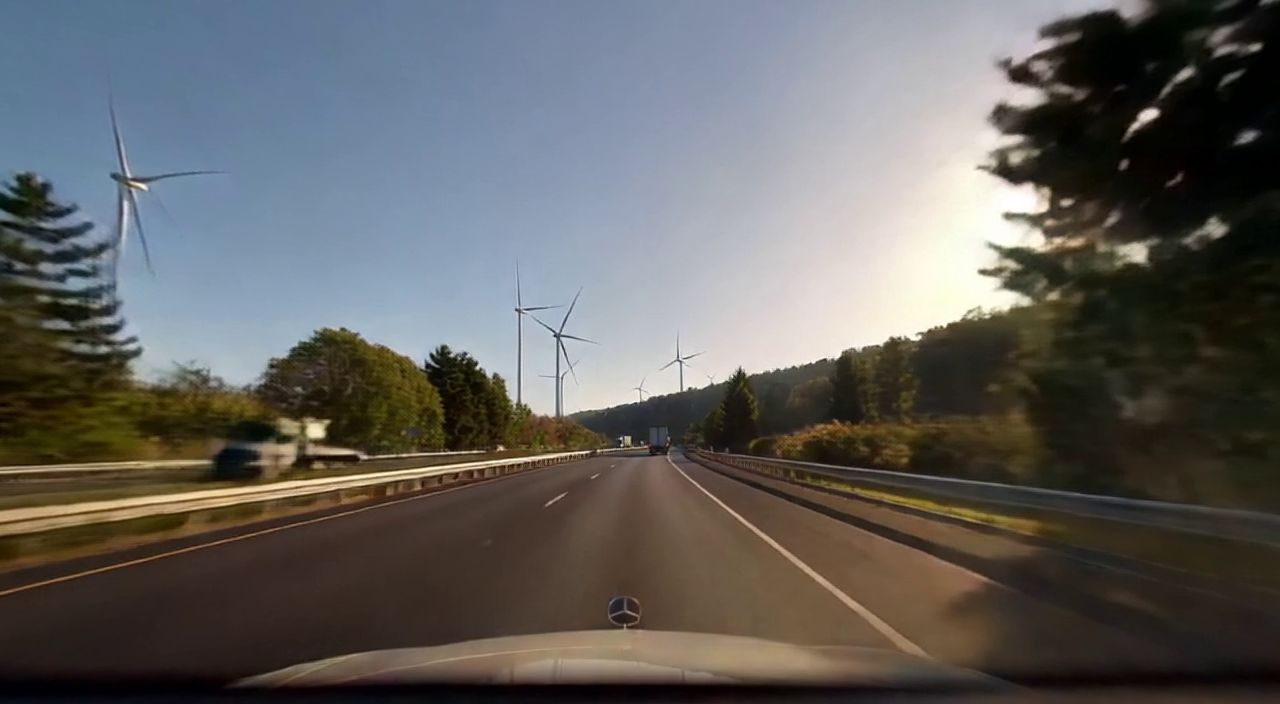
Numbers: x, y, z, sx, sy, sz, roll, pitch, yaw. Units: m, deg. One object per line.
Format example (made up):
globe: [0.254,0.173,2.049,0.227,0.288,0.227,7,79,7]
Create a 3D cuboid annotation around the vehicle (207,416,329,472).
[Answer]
vehicle: [-16.709,4.214,28.737,2.169,2.282,5.319,0,-9,1]
